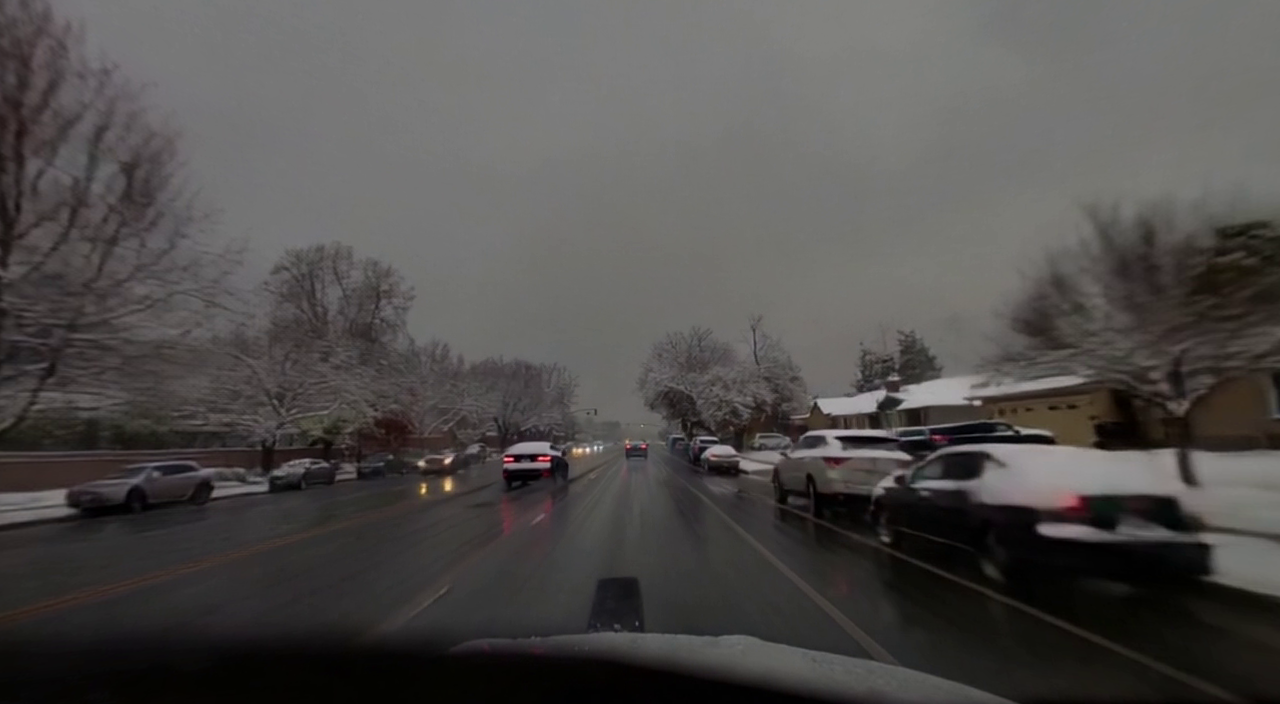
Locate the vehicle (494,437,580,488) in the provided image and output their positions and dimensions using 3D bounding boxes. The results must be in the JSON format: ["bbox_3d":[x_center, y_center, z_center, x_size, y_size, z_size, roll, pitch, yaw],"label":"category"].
[{"bbox_3d":[-3.251,3.582,20.843,2.027,1.477,4.413,0,-8,1],"label":"vehicle"}]

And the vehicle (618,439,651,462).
[{"bbox_3d":[-0.381,6.706,43.207,2.088,1.495,4.048,0,-8,-1],"label":"vehicle"}]

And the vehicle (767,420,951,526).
[{"bbox_3d":[4.269,2.446,13.359,2.123,1.797,4.792,0,-8,0],"label":"vehicle"}]

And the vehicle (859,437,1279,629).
[{"bbox_3d":[4.384,1.752,7.308,1.933,1.463,4.735,0,-8,-1],"label":"vehicle"}]

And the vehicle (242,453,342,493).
[{"bbox_3d":[-14.546,5.058,26.706,1.847,1.494,4.189,0,-8,-1],"label":"vehicle"}]

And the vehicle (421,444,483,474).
[{"bbox_3d":[-9.902,5.645,33.550,1.985,1.502,4.253,0,-8,0],"label":"vehicle"}]

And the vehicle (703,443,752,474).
[{"bbox_3d":[4.285,5.278,31.592,1.890,1.459,4.371,0,-8,1],"label":"vehicle"}]

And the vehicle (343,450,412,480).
[{"bbox_3d":[-14.617,6.308,35.467,1.898,1.530,4.675,0,-8,-1],"label":"vehicle"}]

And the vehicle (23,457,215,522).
[{"bbox_3d":[-14.675,3.851,18.218,1.811,1.433,4.564,-5,-9,-2],"label":"vehicle"}]
